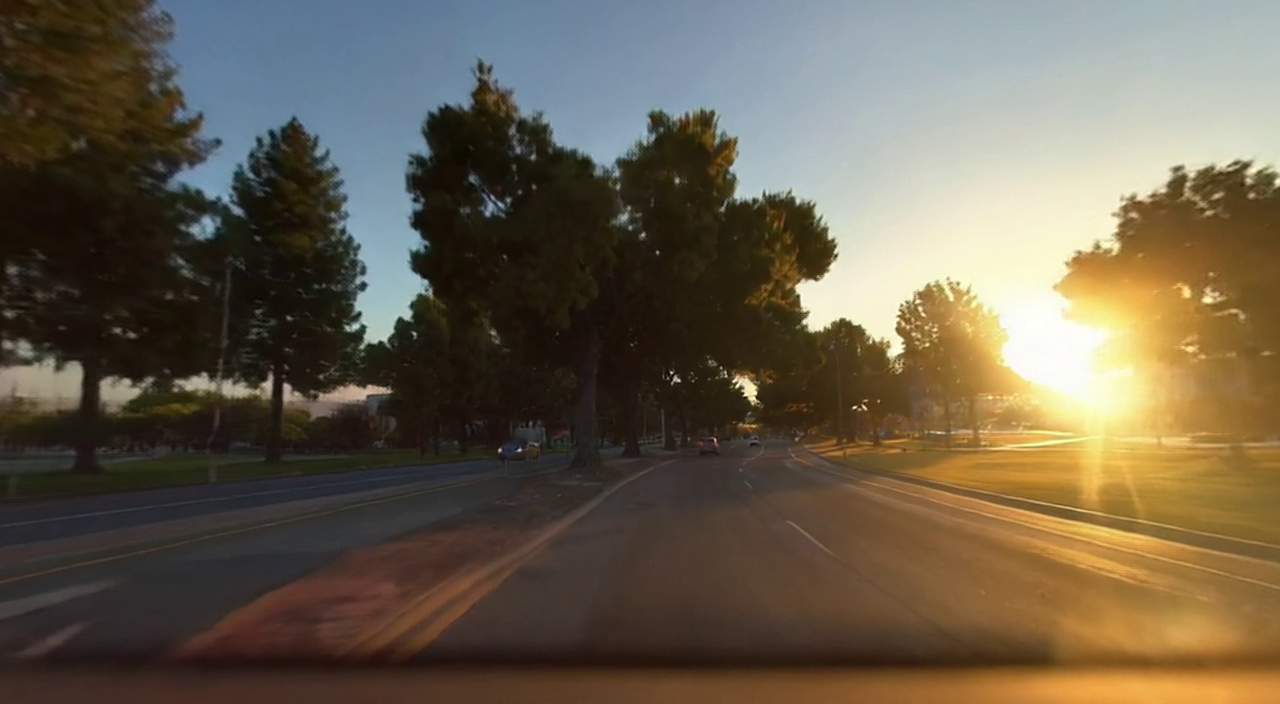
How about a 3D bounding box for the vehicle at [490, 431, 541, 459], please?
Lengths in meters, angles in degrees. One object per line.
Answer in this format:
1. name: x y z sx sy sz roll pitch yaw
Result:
1. vehicle: -9.079 6.858 46.594 2.080 1.984 4.778 -2 -8 10
